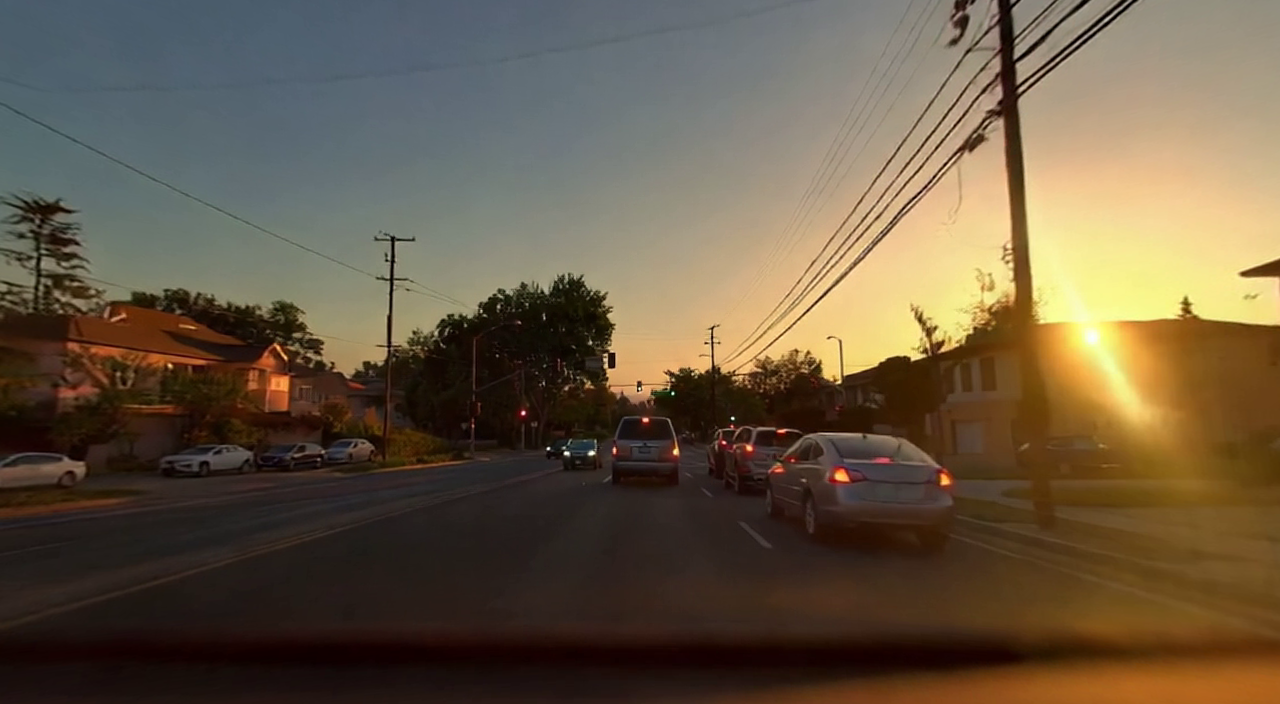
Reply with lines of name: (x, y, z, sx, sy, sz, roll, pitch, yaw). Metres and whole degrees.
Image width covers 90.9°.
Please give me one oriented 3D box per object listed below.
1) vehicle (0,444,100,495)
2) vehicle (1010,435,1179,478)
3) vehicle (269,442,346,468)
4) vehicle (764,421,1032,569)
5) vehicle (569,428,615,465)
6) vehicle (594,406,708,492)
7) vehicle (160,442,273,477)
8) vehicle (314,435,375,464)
vehicle: (-19.799, 3.601, 19.506, 1.866, 1.471, 4.770, 0, -8, 1)
vehicle: (16.632, 3.850, 23.279, 4.671, 1.495, 1.900, -1, -8, 4)
vehicle: (-19.593, 6.073, 37.384, 1.830, 1.436, 4.771, 0, -8, 2)
vehicle: (3.108, 1.804, 8.702, 2.002, 1.511, 4.124, 0, -8, 1)
vehicle: (-2.536, 5.133, 34.334, 1.999, 1.864, 4.279, 0, -8, 3)
vehicle: (0.284, 2.752, 18.004, 2.769, 2.087, 5.130, 0, -8, 0)
vehicle: (-19.670, 4.986, 29.566, 1.891, 1.460, 4.681, 0, -8, 3)
vehicle: (-19.826, 6.563, 42.492, 1.996, 1.809, 4.699, 0, -8, -3)
